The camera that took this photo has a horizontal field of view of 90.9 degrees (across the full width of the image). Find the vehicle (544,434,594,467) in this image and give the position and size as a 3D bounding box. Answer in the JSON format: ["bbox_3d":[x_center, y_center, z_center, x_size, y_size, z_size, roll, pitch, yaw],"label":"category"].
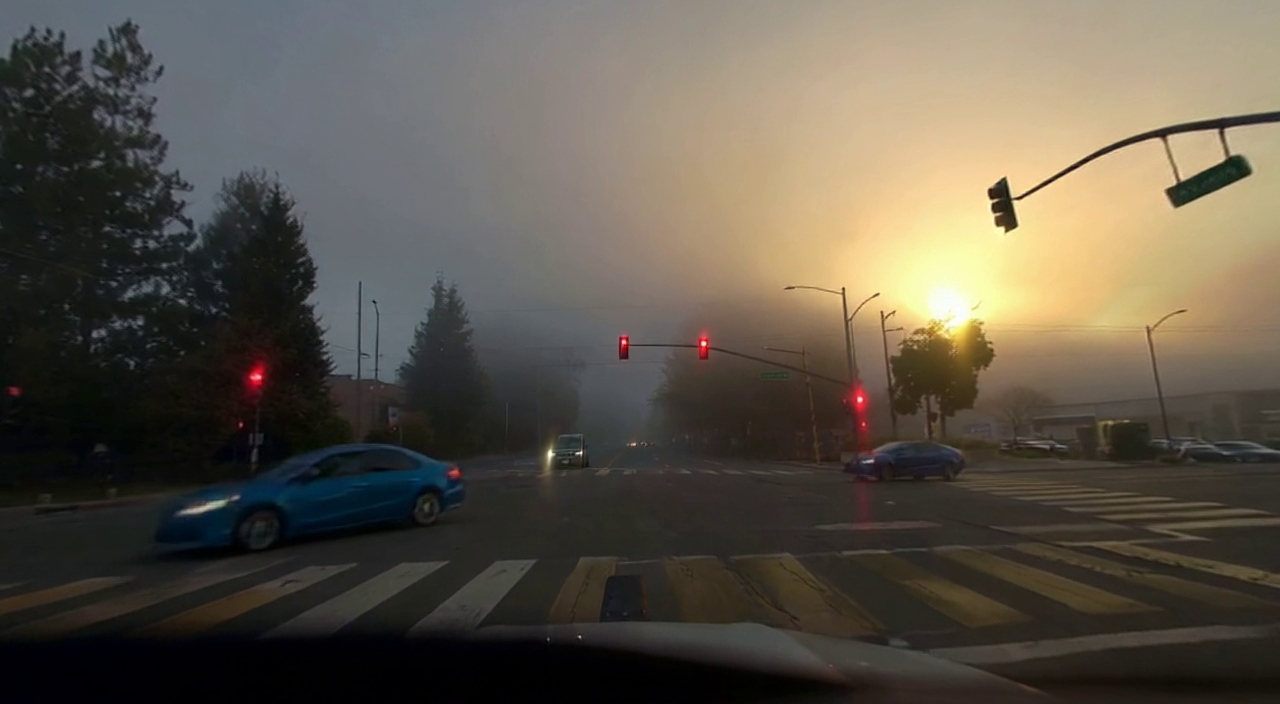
[{"bbox_3d":[-3.691,5.227,33.516,2.140,1.638,4.259,0,-8,1],"label":"vehicle"}]

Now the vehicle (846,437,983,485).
[{"bbox_3d":[9.651,3.781,22.144,4.377,1.523,1.877,4,-9,-24],"label":"vehicle"}]

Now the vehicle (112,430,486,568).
[{"bbox_3d":[-4.530,1.957,9.301,1.864,1.482,4.528,-4,-10,26],"label":"vehicle"}]

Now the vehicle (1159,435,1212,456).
[{"bbox_3d":[42.787,7.347,49.401,4.133,1.561,1.824,5,-10,-31],"label":"vehicle"}]
